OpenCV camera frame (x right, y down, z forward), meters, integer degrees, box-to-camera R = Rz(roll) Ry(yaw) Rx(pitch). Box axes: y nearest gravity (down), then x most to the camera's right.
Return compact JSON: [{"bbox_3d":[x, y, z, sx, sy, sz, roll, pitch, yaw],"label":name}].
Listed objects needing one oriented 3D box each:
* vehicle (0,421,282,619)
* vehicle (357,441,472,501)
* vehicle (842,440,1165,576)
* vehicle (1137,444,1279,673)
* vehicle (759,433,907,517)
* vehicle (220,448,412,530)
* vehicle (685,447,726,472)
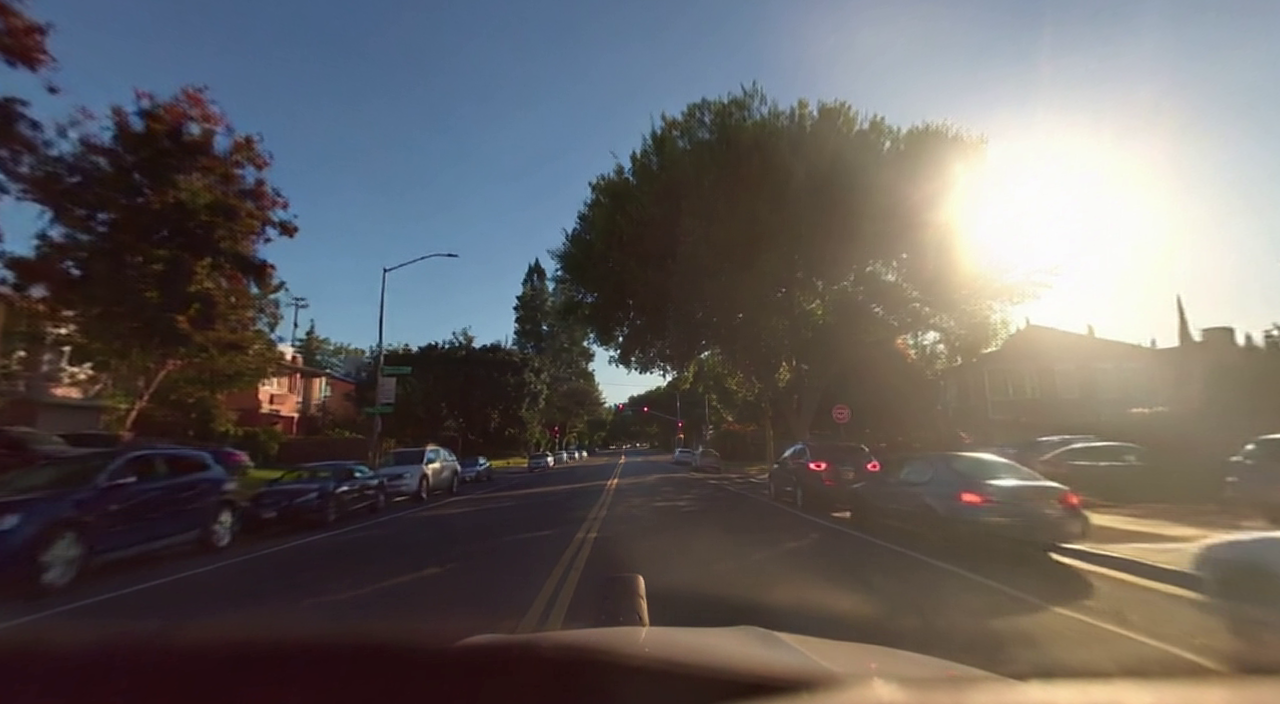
[{"bbox_3d":[-6.661,1.821,7.870,1.904,1.727,4.530,1,-9,-3],"label":"vehicle"},{"bbox_3d":[-7.035,3.737,20.276,2.092,1.706,4.356,0,-9,0],"label":"vehicle"},{"bbox_3d":[4.827,2.092,9.433,1.830,1.477,4.684,1,-9,-3],"label":"vehicle"},{"bbox_3d":[4.941,1.139,2.885,1.798,1.432,4.330,0,-9,0],"label":"vehicle"},{"bbox_3d":[4.413,2.878,15.338,1.992,1.703,4.503,1,-9,-3],"label":"vehicle"},{"bbox_3d":[-6.709,2.841,13.787,1.811,1.454,4.610,0,-9,-1],"label":"vehicle"},{"bbox_3d":[4.152,6.922,40.948,1.955,1.536,4.395,1,-9,-3],"label":"vehicle"}]
